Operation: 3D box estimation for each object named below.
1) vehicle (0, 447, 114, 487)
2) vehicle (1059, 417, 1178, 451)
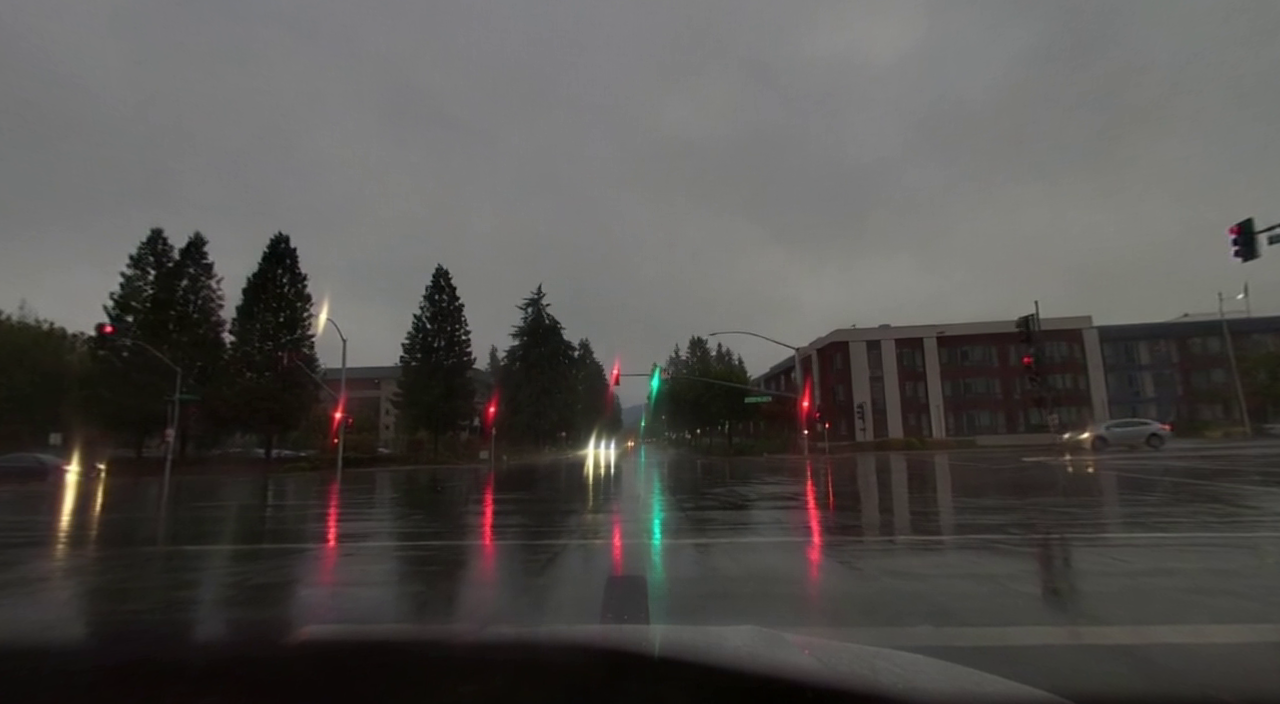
[{"bbox_3d":[-25.202,4.822,26.607,4.332,1.573,1.900,0,-8,3],"label":"vehicle"},{"bbox_3d":[24.727,4.261,32.706,4.483,1.691,1.949,0,-8,2],"label":"vehicle"}]
